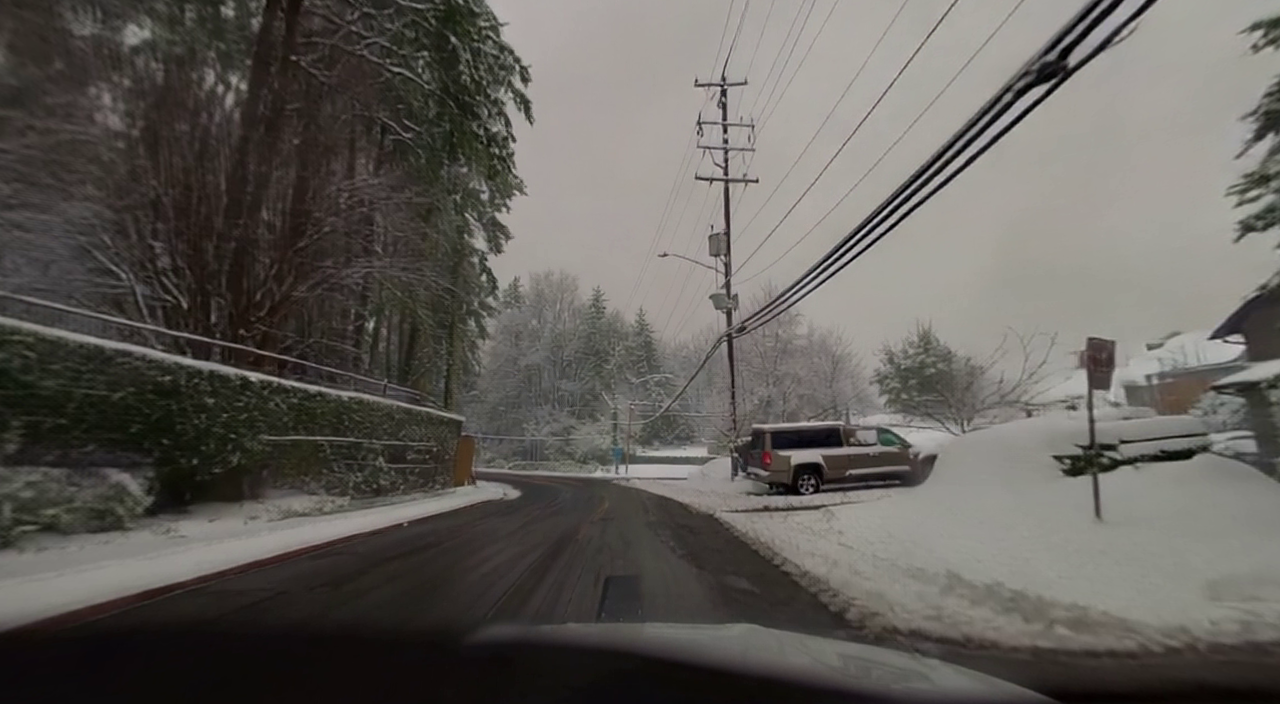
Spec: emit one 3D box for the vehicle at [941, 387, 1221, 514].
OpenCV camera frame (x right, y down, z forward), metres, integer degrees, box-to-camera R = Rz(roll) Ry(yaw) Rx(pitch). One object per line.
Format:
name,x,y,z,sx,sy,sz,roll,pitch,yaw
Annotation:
vehicle,8.217,1.828,11.777,4.780,1.984,1.896,4,-9,-23
